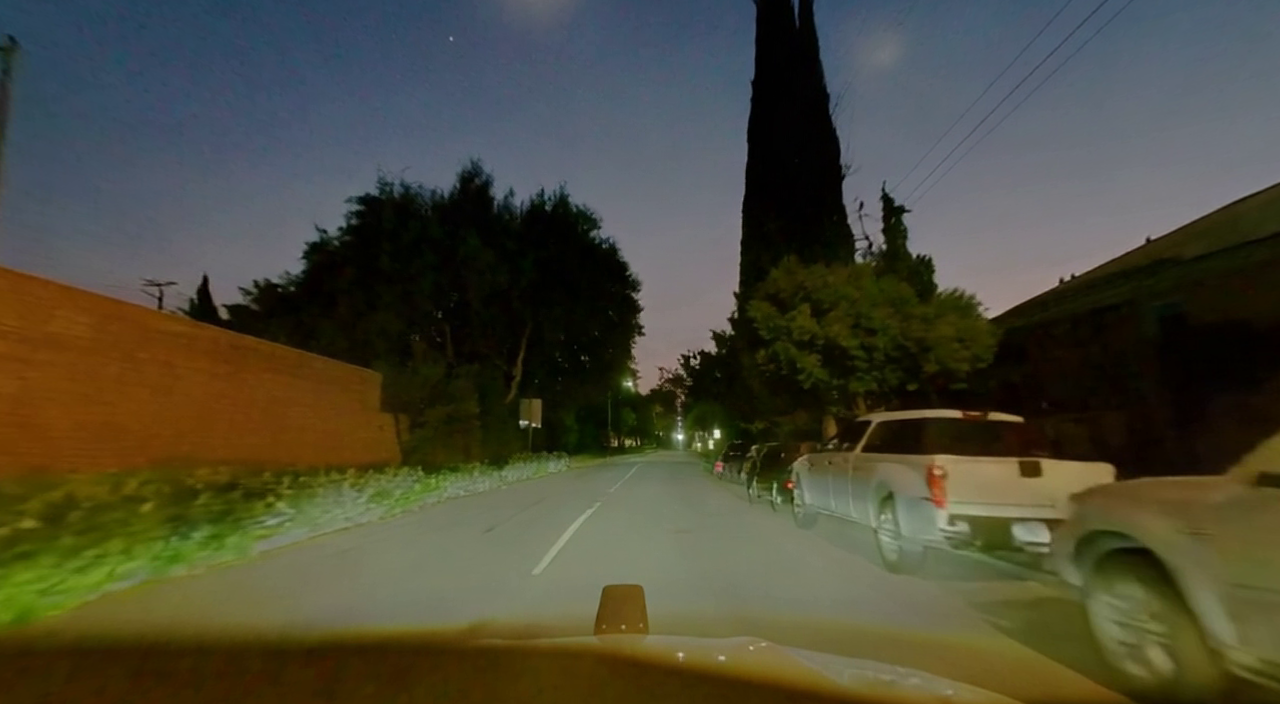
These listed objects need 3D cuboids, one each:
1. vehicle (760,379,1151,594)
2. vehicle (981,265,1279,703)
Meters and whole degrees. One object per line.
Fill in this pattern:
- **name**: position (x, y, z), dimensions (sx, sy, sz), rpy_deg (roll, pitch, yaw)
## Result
- **vehicle**: position (3.593, 1.732, 9.096), dimensions (2.421, 1.991, 6.043), rpy_deg (1, -9, -1)
- **vehicle**: position (3.446, 0.503, 0.860), dimensions (2.518, 1.943, 6.415), rpy_deg (0, -8, 1)
